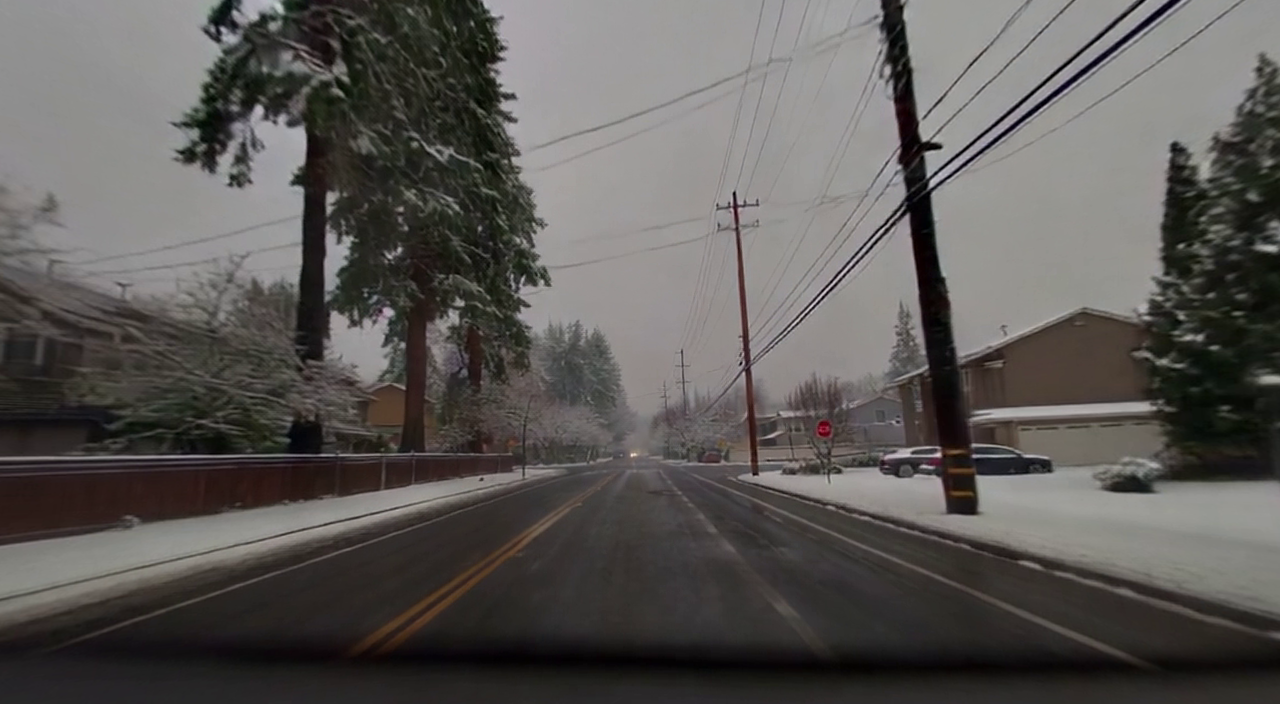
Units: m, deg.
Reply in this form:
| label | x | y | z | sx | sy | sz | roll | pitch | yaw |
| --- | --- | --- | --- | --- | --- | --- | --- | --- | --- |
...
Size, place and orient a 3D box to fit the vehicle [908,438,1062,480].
| label | x | y | z | sx | sy | sz | roll | pitch | yaw |
| --- | --- | --- | --- | --- | --- | --- | --- | --- | --- |
| vehicle | 12.833 | 4.007 | 23.717 | 4.650 | 1.484 | 1.929 | 0 | -9 | -1 |
